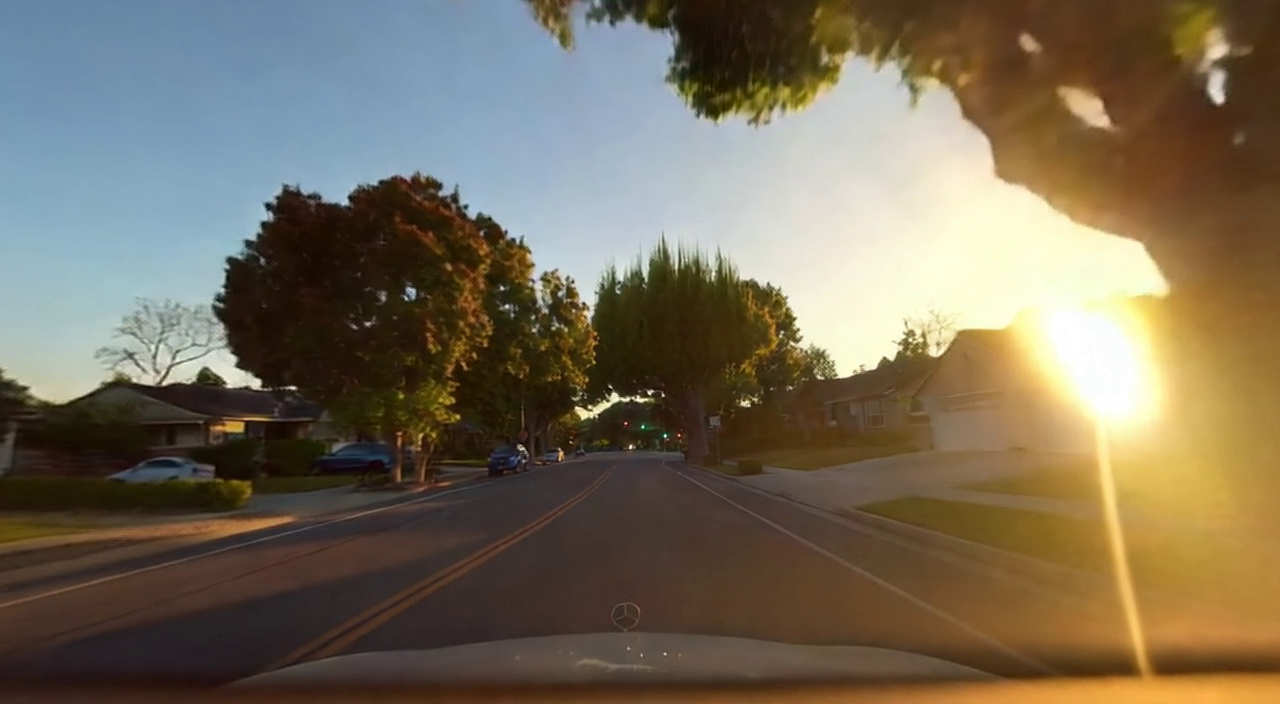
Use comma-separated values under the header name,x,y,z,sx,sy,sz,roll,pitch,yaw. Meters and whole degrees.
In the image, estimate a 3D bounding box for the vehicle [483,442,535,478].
name,x,y,z,sx,sy,sz,roll,pitch,yaw
vehicle,-7.544,6.244,36.714,2.209,1.807,4.432,-3,-9,-2

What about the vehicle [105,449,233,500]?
name,x,y,z,sx,sy,sz,roll,pitch,yaw
vehicle,-19.079,4.944,25.892,1.961,1.772,4.253,-3,-9,0
